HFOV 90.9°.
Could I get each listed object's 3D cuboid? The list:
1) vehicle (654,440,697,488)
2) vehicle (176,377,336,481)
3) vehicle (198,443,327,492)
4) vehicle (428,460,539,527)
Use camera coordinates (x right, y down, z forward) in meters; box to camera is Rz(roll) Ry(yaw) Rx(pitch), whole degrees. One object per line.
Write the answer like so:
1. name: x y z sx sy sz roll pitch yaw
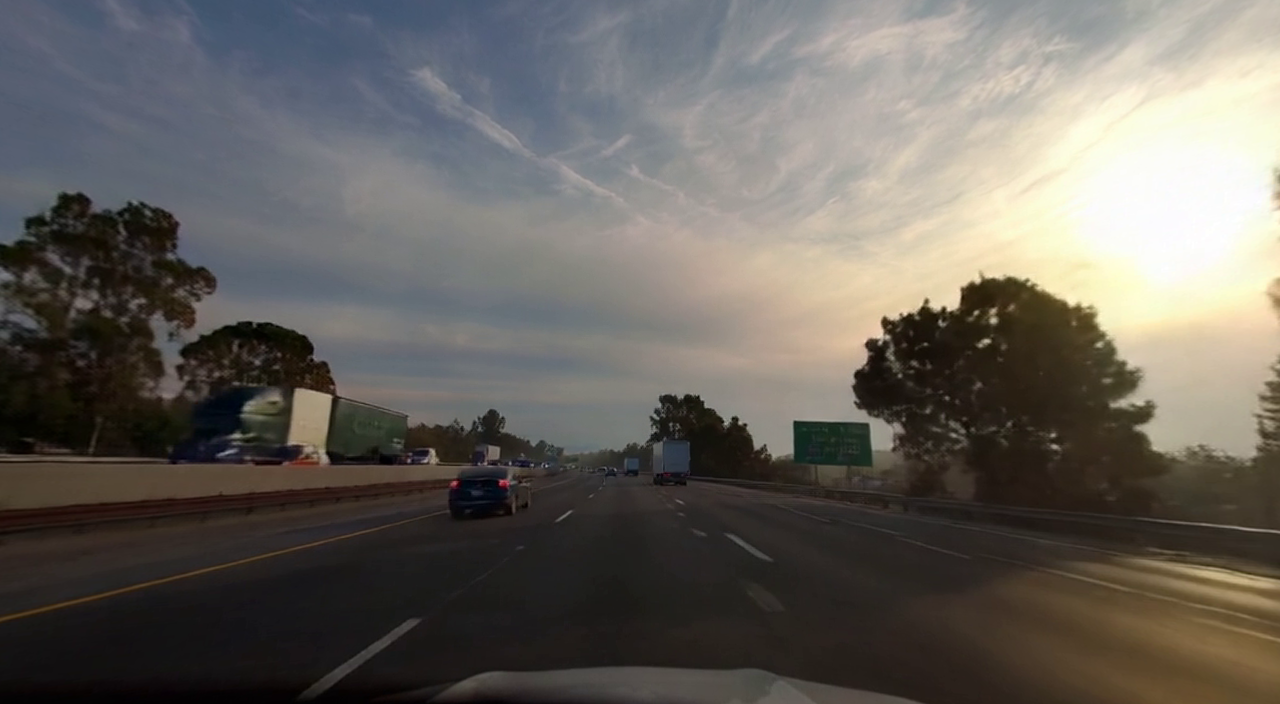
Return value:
1. vehicle: 2.718 8.889 49.984 2.738 3.456 7.520 1 -11 -2
2. vehicle: -15.857 3.425 26.691 2.985 3.862 5.846 1 -11 -2
3. vehicle: -12.194 3.796 20.686 1.875 1.432 3.869 1 -11 -1
4. vehicle: -3.857 3.568 16.245 1.868 1.485 3.770 1 -11 0
